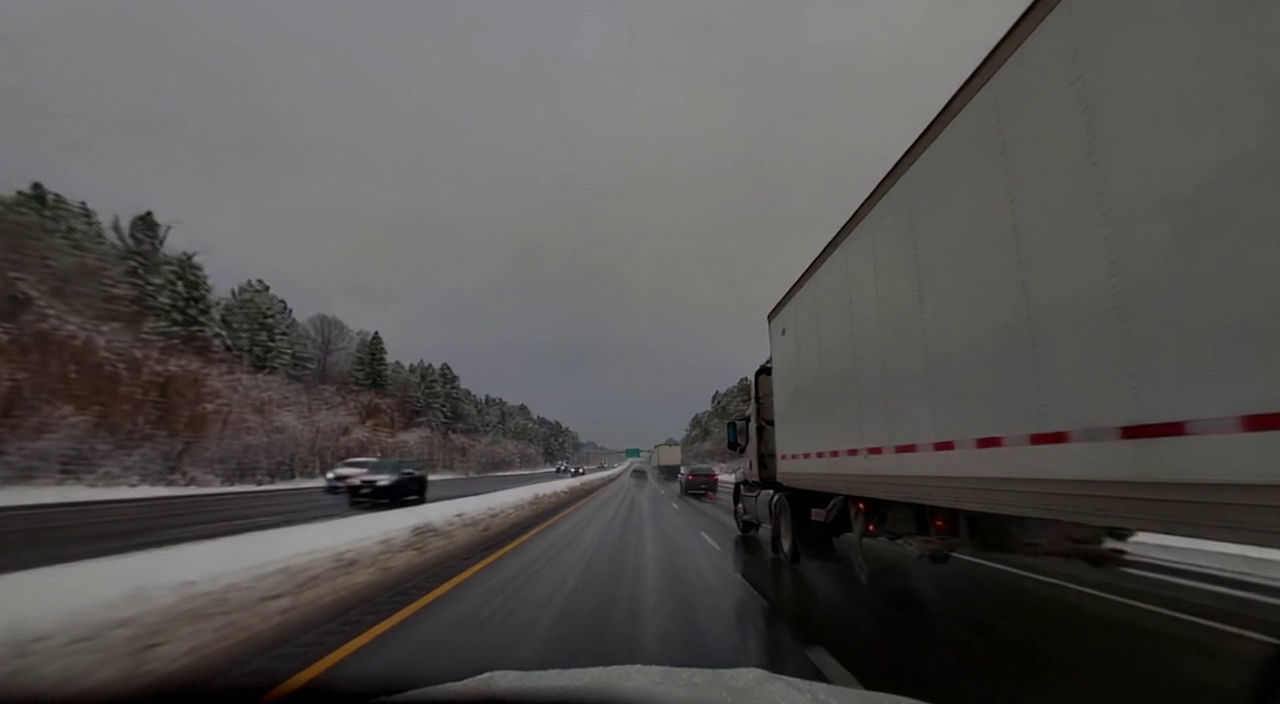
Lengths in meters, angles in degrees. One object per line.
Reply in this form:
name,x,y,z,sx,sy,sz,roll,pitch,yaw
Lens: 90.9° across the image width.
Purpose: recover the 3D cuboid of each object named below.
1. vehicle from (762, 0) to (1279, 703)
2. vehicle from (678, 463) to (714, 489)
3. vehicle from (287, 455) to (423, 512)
vehicle,3.653,0.096,3.997,2.863,4.088,14.040,1,-10,0
vehicle,3.906,8.752,44.580,2.018,1.674,4.029,1,-10,-2
vehicle,-9.200,4.290,20.869,2.342,1.619,4.480,1,-10,0
